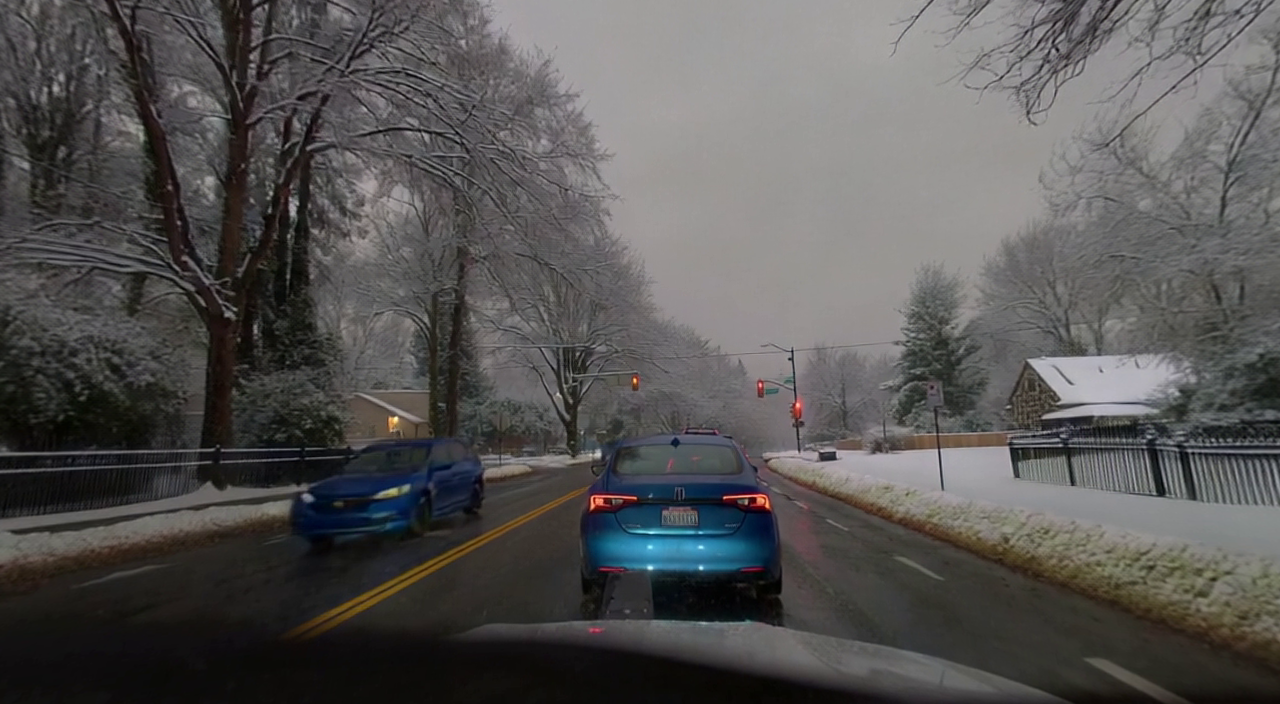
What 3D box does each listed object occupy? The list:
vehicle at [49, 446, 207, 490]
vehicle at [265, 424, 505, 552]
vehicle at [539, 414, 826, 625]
[{"bbox_3d":[-18.110,4.085,22.410,4.069,1.445,2.063,-2,-9,8],"label":"vehicle"},{"bbox_3d":[-4.088,2.259,11.050,2.160,1.507,4.470,-7,-9,2],"label":"vehicle"},{"bbox_3d":[0.340,1.502,6.608,2.070,1.516,3.936,0,-8,1],"label":"vehicle"}]
